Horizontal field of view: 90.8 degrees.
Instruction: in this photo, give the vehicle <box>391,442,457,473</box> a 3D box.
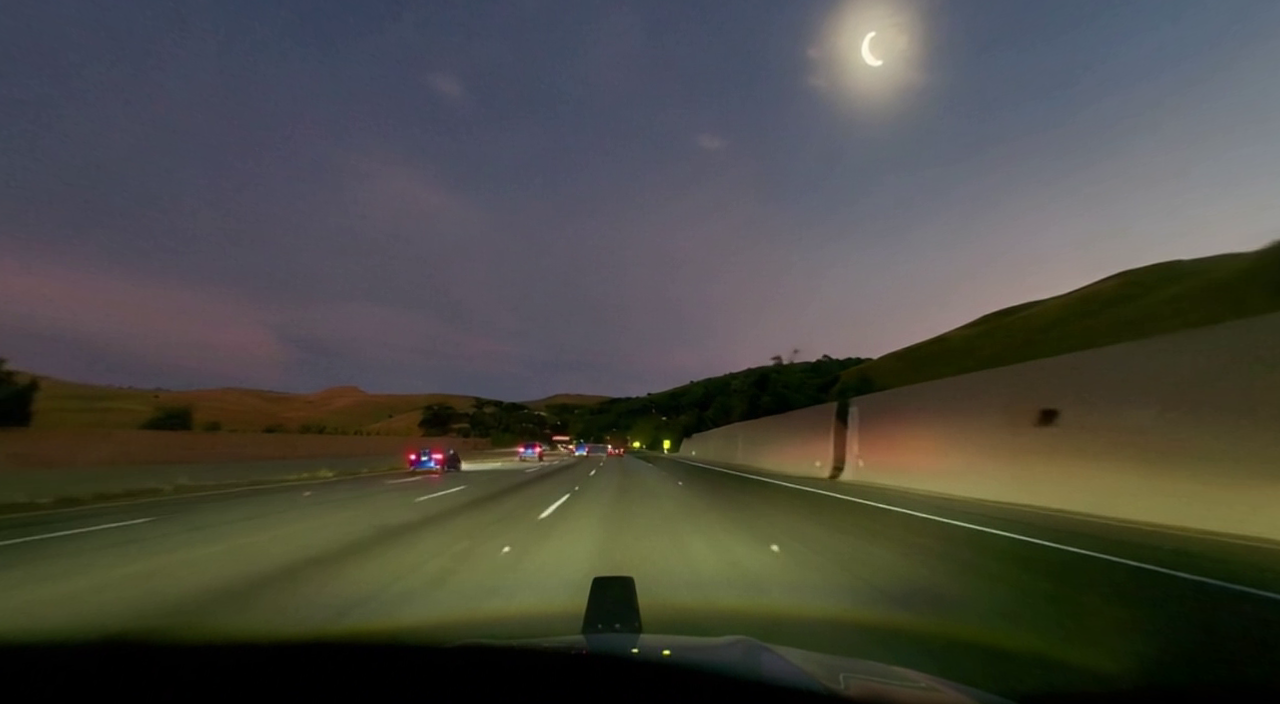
[{"bbox_3d":[-11.270,5.528,33.343,1.949,1.475,4.740,0,-9,-1],"label":"vehicle"}]
